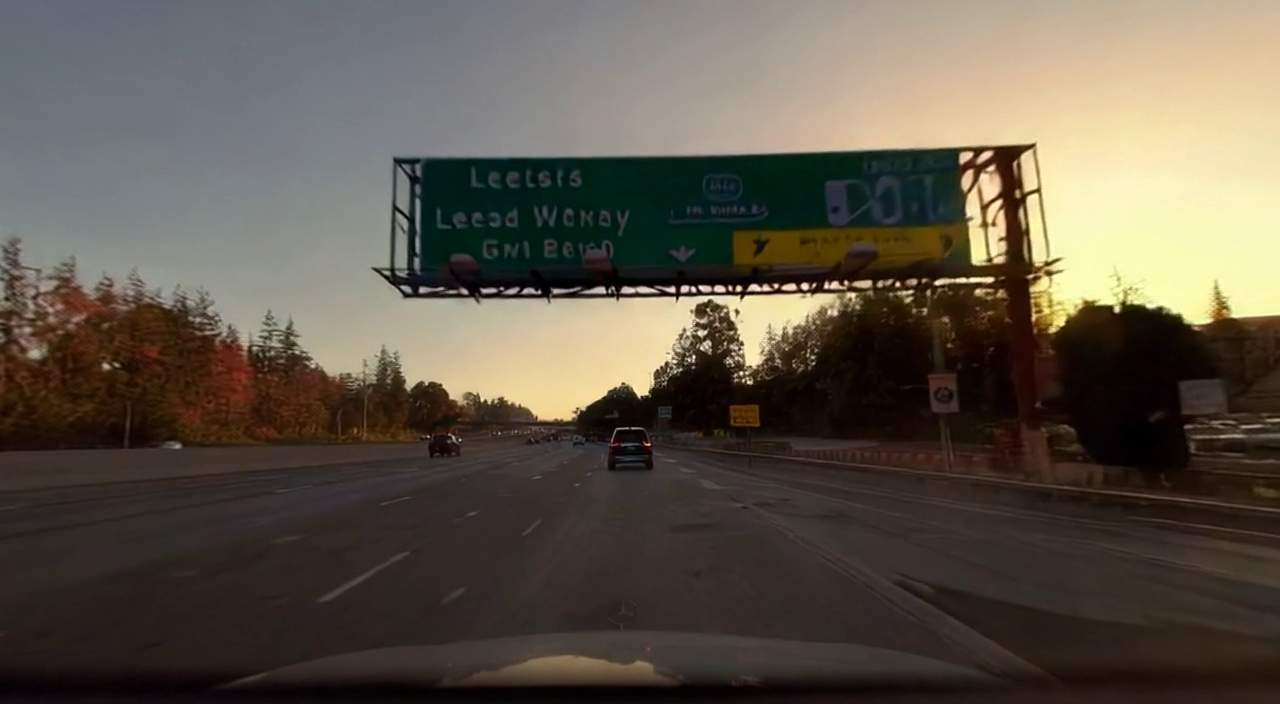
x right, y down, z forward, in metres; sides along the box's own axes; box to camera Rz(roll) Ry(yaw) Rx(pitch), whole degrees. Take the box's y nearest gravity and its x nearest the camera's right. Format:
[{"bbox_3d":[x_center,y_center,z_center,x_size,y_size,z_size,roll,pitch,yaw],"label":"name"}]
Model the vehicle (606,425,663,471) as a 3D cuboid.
[{"bbox_3d":[-0.278,4.558,30.131,2.497,1.957,5.432,0,-8,-1],"label":"vehicle"}]
